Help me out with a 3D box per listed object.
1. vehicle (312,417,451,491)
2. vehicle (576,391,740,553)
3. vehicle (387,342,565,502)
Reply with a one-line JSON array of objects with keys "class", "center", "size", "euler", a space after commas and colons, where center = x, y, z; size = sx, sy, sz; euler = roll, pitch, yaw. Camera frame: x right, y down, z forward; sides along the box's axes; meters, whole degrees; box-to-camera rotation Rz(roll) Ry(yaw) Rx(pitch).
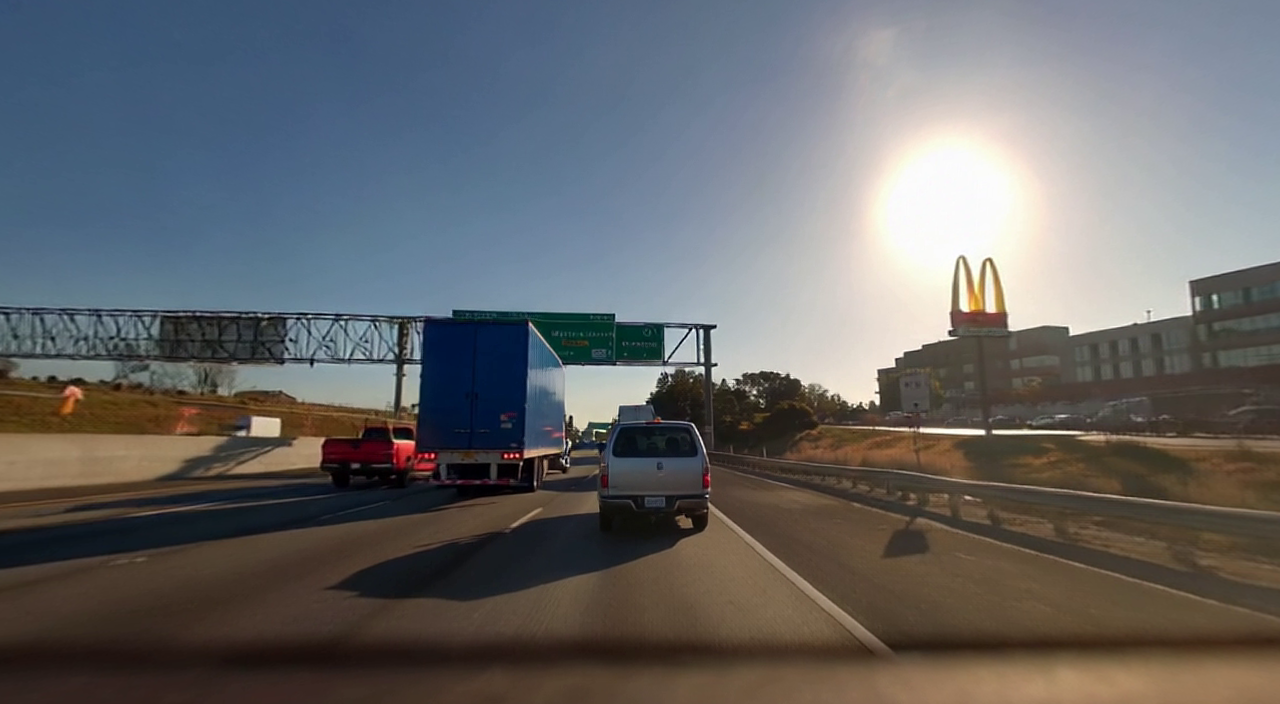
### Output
[{"class": "vehicle", "center": [-8.049, 3.257, 20.401], "size": [2.218, 2.047, 5.586], "euler": [0, -9, -1]}, {"class": "vehicle", "center": [0.125, 1.727, 9.595], "size": [1.947, 1.910, 4.040], "euler": [0, -9, -3]}, {"class": "vehicle", "center": [-4.076, 2.160, 18.127], "size": [2.814, 3.513, 8.529], "euler": [0, -9, 0]}]
